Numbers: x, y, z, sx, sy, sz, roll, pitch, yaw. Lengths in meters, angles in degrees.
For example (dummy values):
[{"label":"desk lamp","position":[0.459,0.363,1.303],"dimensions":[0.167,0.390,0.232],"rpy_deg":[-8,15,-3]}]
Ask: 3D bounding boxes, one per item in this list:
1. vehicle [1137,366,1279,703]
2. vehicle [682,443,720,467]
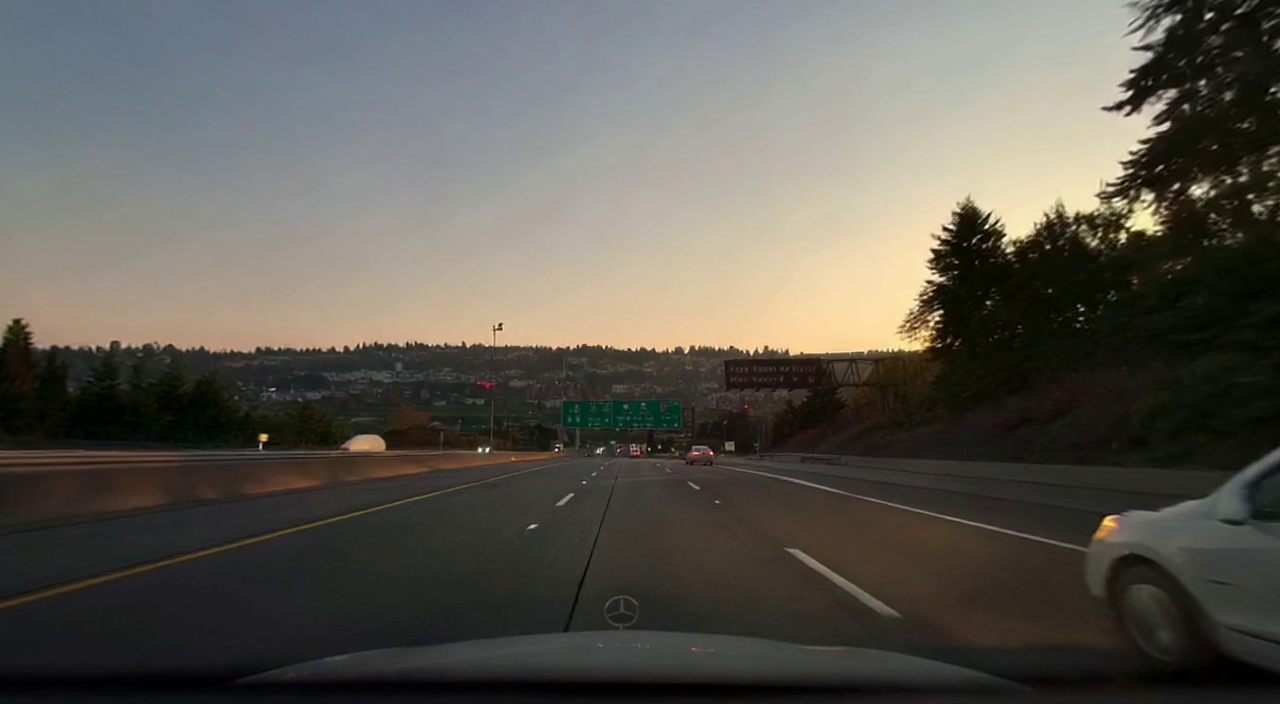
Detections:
[{"label":"vehicle","position":[3.834,0.641,1.276],"dimensions":[2.058,1.613,4.275],"rpy_deg":[0,-9,-1]},{"label":"vehicle","position":[4.008,6.834,41.796],"dimensions":[1.984,1.540,3.973],"rpy_deg":[0,-9,-2]}]
